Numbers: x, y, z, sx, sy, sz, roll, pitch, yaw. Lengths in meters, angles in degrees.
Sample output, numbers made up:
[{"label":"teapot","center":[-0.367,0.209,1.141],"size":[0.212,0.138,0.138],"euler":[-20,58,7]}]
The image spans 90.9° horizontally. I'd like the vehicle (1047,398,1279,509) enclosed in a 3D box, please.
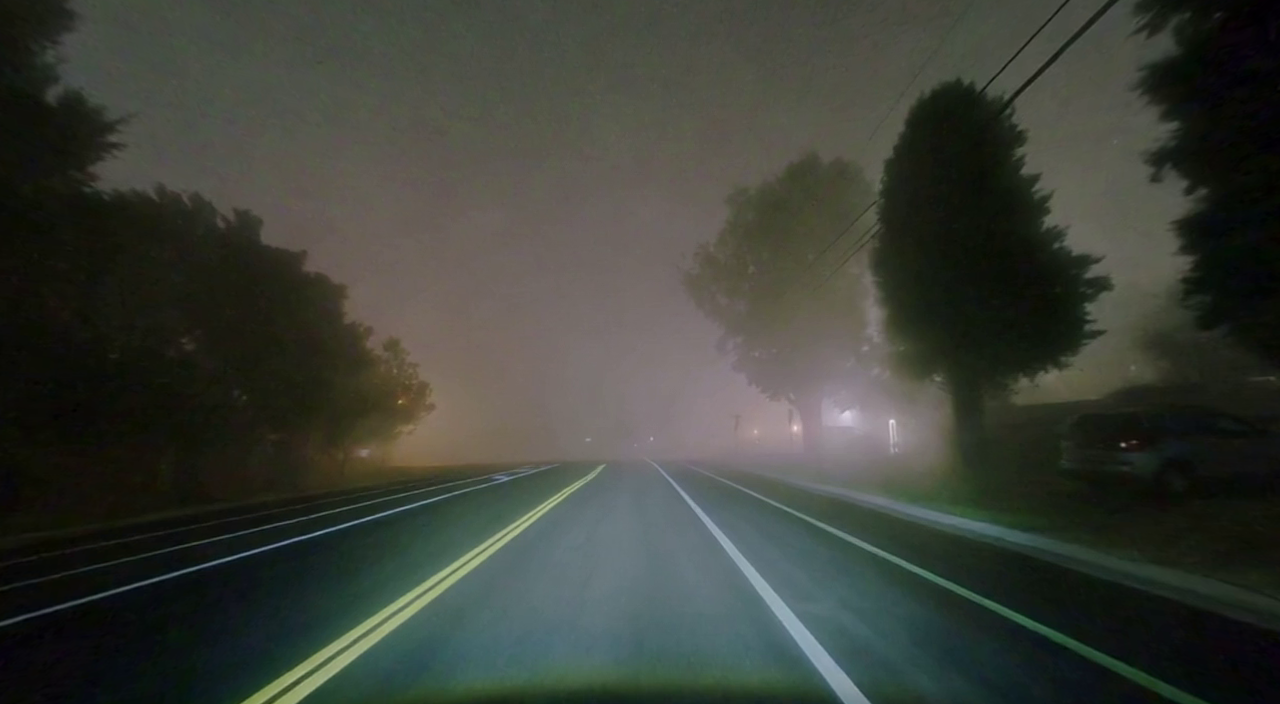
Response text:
[{"label":"vehicle","center":[10.563,1.864,11.704],"size":[4.461,1.858,2.055],"euler":[0,-8,3]}]
